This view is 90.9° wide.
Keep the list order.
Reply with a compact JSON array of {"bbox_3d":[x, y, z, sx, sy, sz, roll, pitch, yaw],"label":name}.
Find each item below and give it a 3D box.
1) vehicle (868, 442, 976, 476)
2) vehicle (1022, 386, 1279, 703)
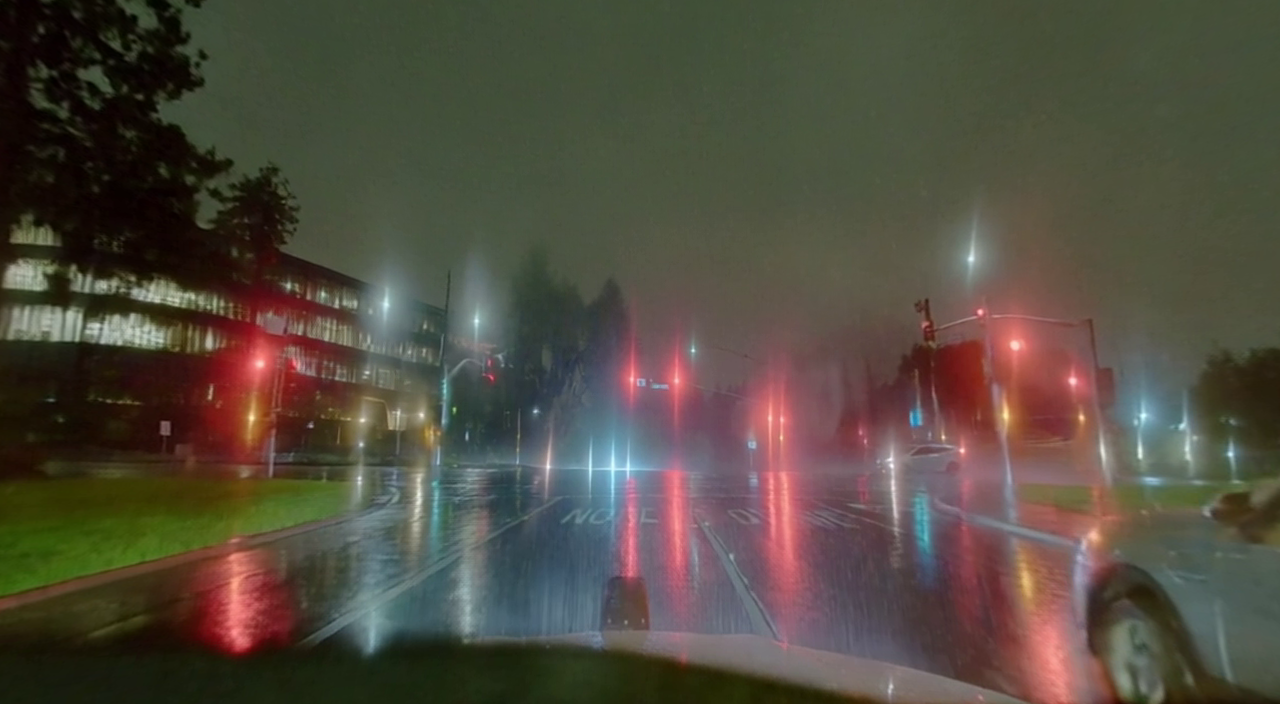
[{"bbox_3d":[14.920,5.672,33.535,4.715,1.671,2.030,0,-8,0],"label":"vehicle"},{"bbox_3d":[3.381,0.805,1.538,2.036,1.583,4.911,-1,-8,3],"label":"vehicle"}]
